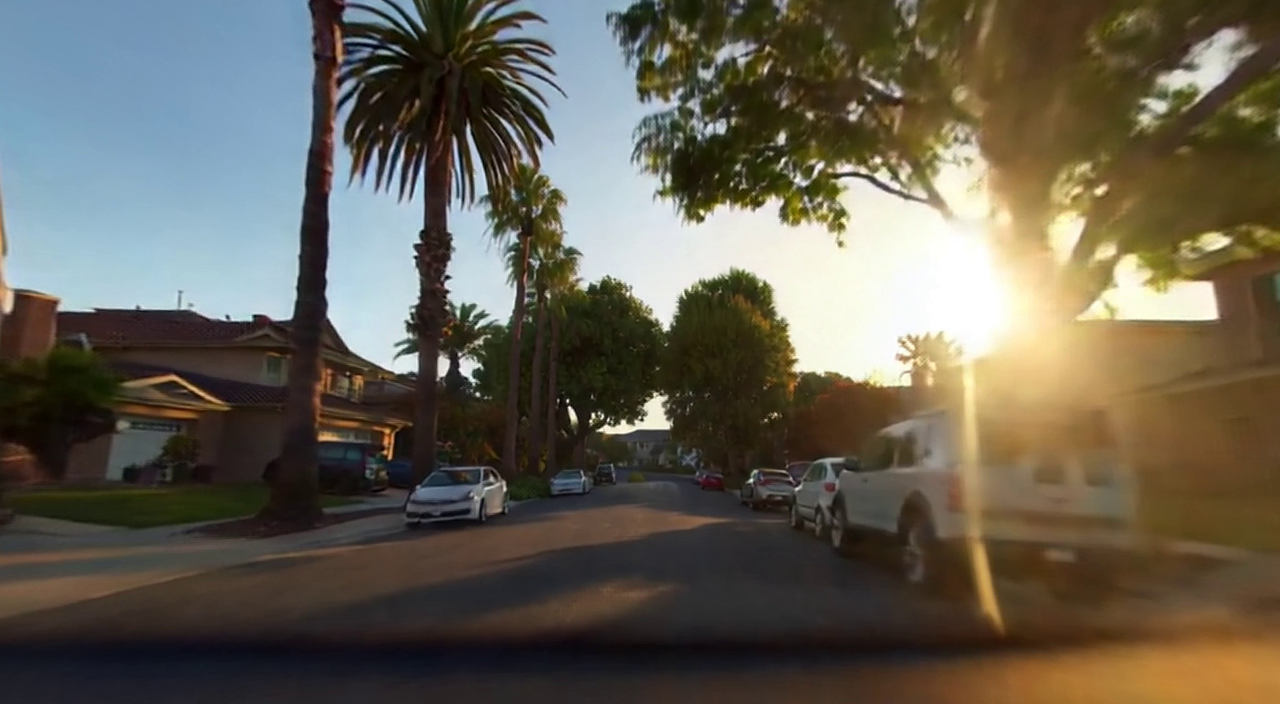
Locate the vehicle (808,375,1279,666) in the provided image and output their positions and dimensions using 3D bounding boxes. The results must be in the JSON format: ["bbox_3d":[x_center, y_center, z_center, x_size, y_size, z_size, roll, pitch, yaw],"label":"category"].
[{"bbox_3d":[3.852,1.645,7.655,2.184,2.038,6.212,0,-9,3],"label":"vehicle"}]

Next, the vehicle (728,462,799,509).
[{"bbox_3d":[4.704,5.127,24.625,1.987,1.567,4.112,0,-9,1],"label":"vehicle"}]

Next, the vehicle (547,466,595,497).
[{"bbox_3d":[-3.707,7.045,34.611,2.080,1.479,4.531,0,-10,0],"label":"vehicle"}]

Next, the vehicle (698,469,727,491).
[{"bbox_3d":[5.634,9.983,49.582,1.867,1.480,4.678,0,-9,2],"label":"vehicle"}]

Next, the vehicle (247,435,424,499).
[{"bbox_3d":[-10.591,4.001,22.366,4.991,1.947,2.329,2,-8,0],"label":"vehicle"}]

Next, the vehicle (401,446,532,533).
[{"bbox_3d":[-4.338,3.456,16.687,2.147,1.823,4.725,-1,-7,0],"label":"vehicle"}]
